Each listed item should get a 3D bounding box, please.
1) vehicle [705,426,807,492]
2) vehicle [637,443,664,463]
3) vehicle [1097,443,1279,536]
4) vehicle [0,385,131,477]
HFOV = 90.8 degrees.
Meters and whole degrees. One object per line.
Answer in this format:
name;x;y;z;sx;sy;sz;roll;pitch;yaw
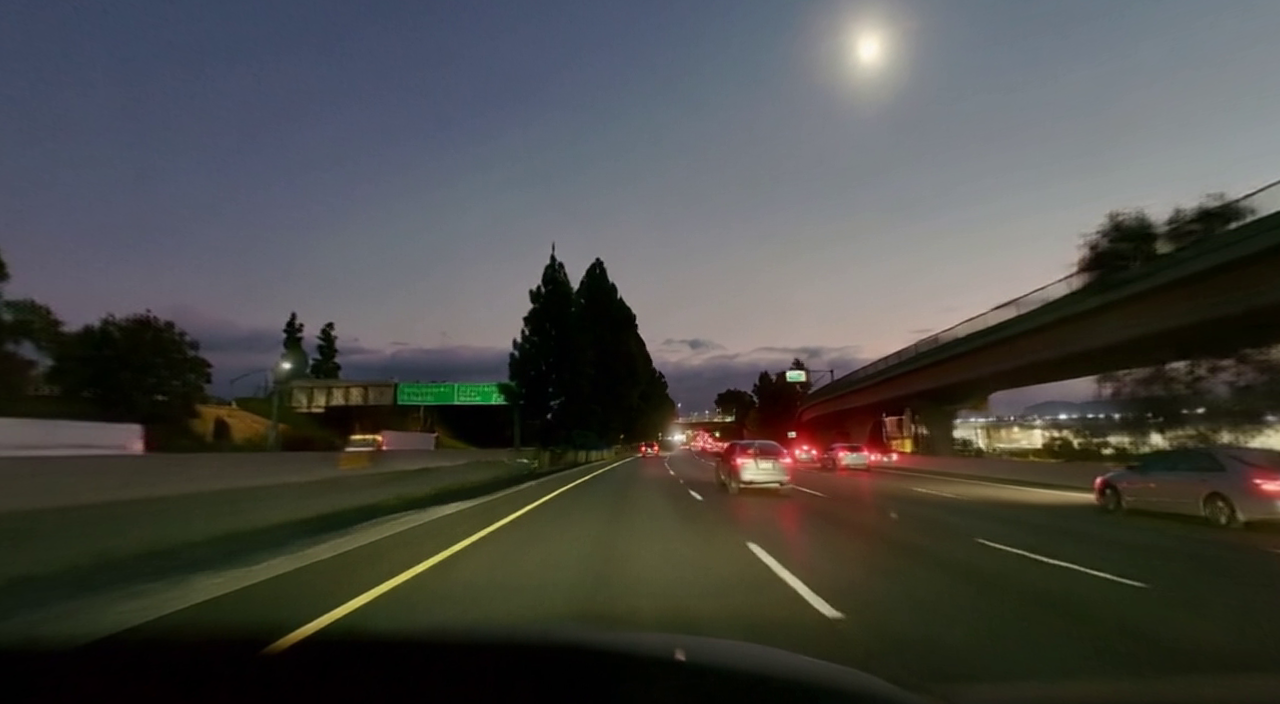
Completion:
vehicle;3.430;3.306;19.748;2.226;1.779;4.835;0;-9;0
vehicle;0.818;7.778;48.939;2.046;1.475;3.784;0;-9;2
vehicle;10.986;2.419;11.610;1.827;1.448;4.370;0;-9;-1
vehicle;-30.039;3.654;28.976;3.039;4.055;12.039;0;-9;1
